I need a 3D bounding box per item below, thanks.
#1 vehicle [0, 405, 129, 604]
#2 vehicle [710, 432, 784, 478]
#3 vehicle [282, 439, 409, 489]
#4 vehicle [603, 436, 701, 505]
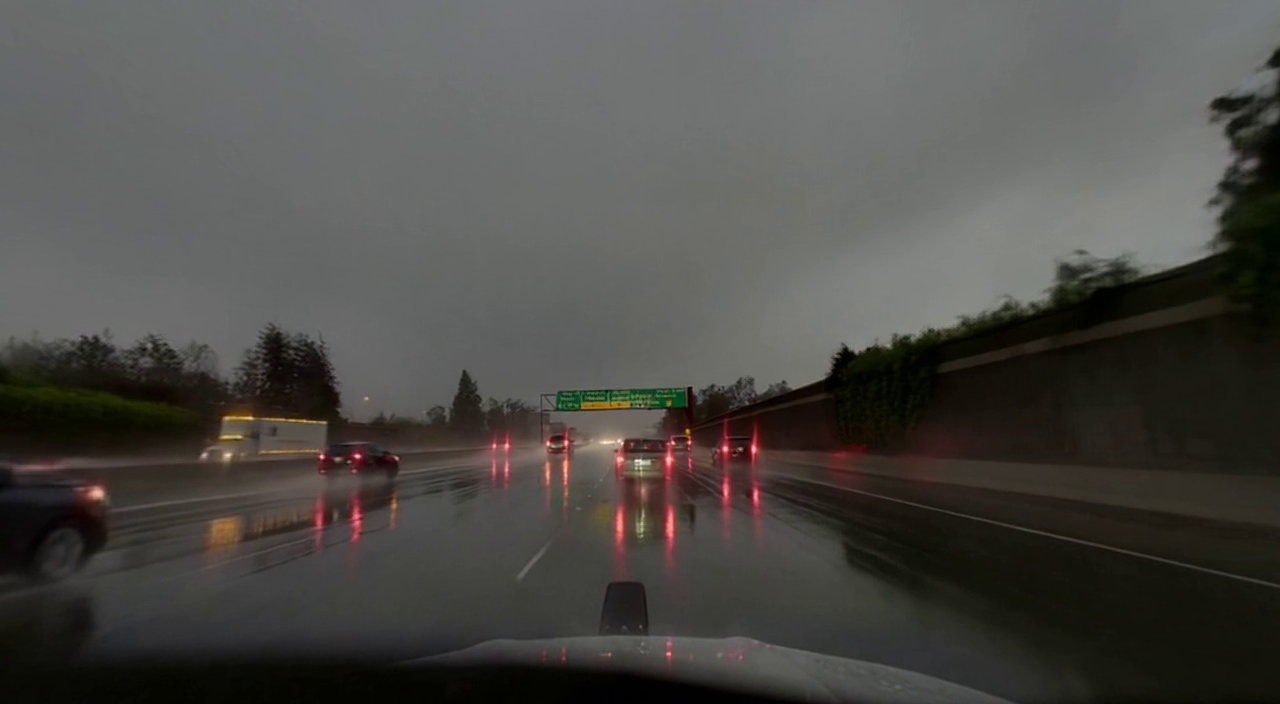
[{"bbox_3d":[-6.436,1.170,4.477,2.060,1.669,4.242,0,-8,-1],"label":"vehicle"},{"bbox_3d":[4.251,4.161,25.743,2.100,1.707,4.342,0,-8,-2],"label":"vehicle"},{"bbox_3d":[-10.058,3.847,22.053,2.019,1.510,4.992,0,-8,0],"label":"vehicle"},{"bbox_3d":[0.197,2.815,15.463,2.042,1.446,4.269,0,-8,-1],"label":"vehicle"}]
